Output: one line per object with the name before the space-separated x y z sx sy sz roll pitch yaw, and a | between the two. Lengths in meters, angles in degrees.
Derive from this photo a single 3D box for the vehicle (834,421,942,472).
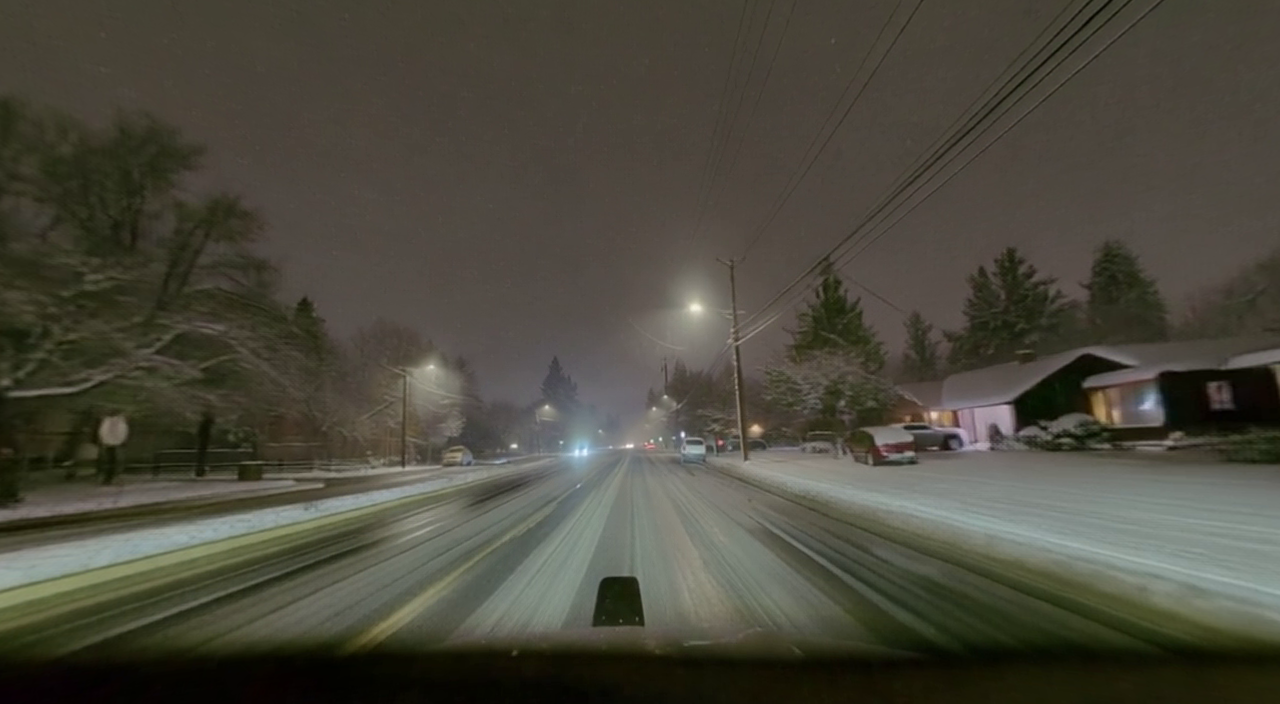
vehicle | 9.370 3.615 24.467 1.971 1.641 5.191 -4 -7 -1

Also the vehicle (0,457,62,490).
vehicle | -46.954 9.305 48.360 3.032 2.323 2.110 2 -8 -4

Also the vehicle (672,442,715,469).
vehicle | 3.133 6.185 38.047 2.037 1.518 4.904 0 -8 -2

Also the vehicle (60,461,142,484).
vehicle | -41.388 9.260 48.571 4.463 1.651 1.947 0 -8 0
